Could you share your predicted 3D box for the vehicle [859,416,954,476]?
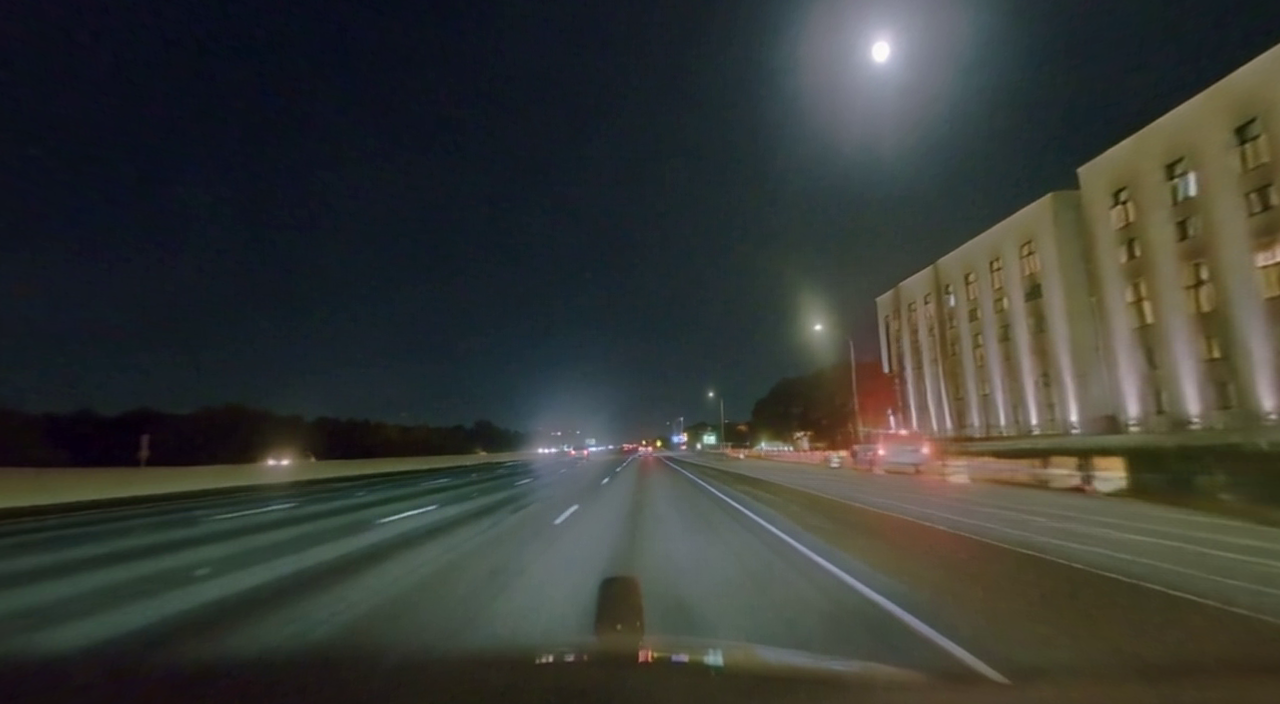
[{"bbox_3d":[14.208,5.114,33.997,2.763,2.805,4.926,-3,-10,0],"label":"vehicle"}]
